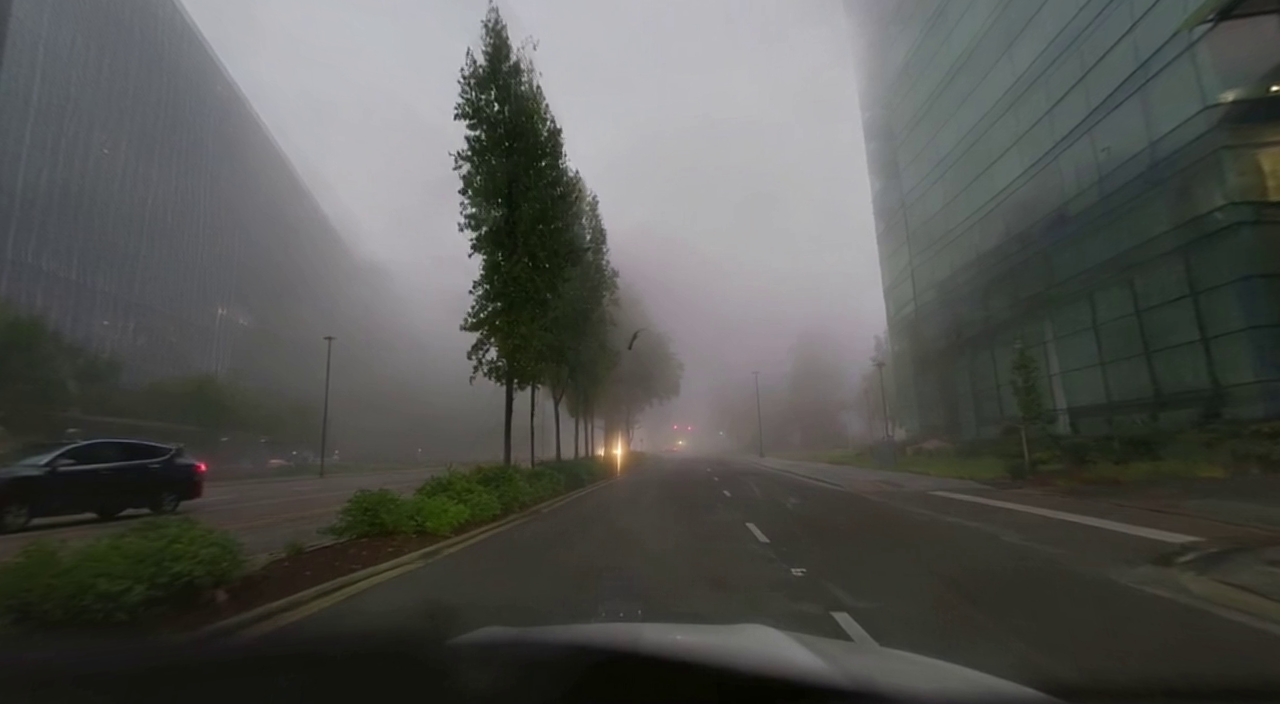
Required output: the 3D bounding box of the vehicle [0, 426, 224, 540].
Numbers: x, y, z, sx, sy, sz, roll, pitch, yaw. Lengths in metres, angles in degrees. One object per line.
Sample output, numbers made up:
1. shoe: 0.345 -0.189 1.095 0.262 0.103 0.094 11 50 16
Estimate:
1. vehicle: -12.115 2.643 13.387 2.297 1.960 5.687 -1 -9 5
